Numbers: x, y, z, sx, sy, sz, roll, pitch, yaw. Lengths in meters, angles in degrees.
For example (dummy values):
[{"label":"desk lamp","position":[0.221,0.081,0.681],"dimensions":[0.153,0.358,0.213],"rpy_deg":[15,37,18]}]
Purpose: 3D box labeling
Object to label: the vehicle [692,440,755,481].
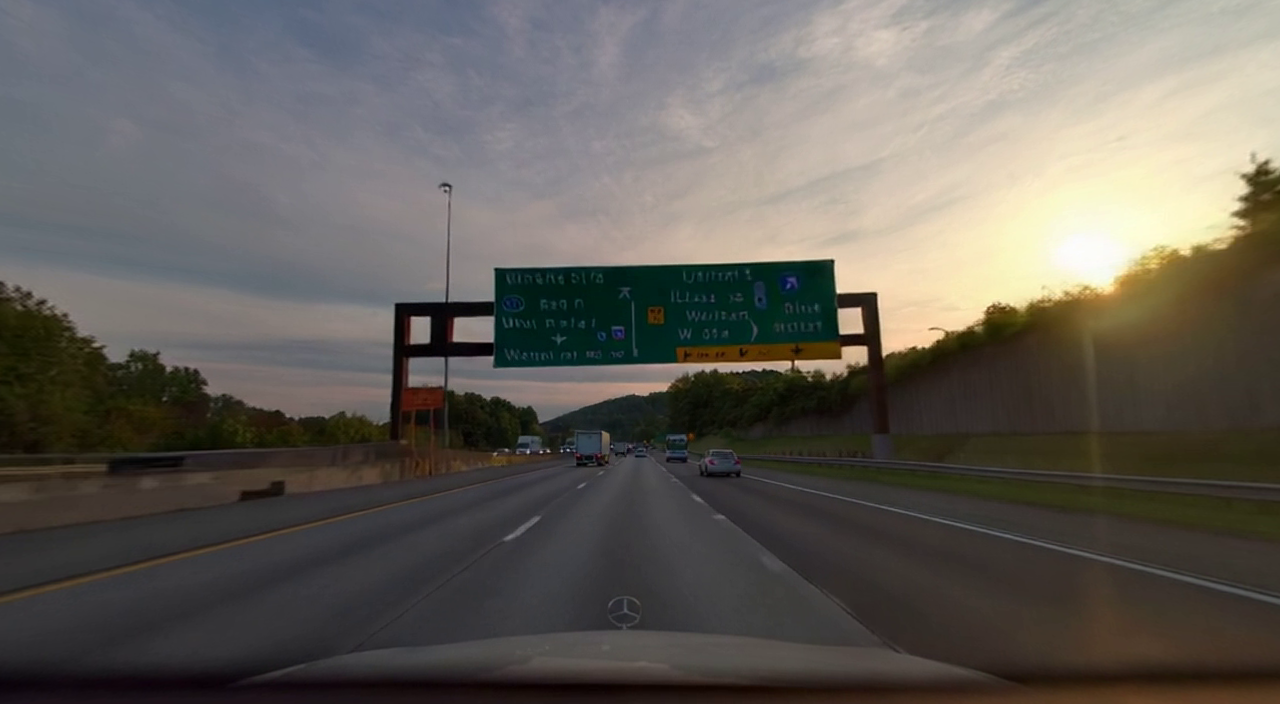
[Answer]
[{"label":"vehicle","position":[3.357,4.503,26.253],"dimensions":[1.983,1.545,4.038],"rpy_deg":[0,-9,-1]}]
